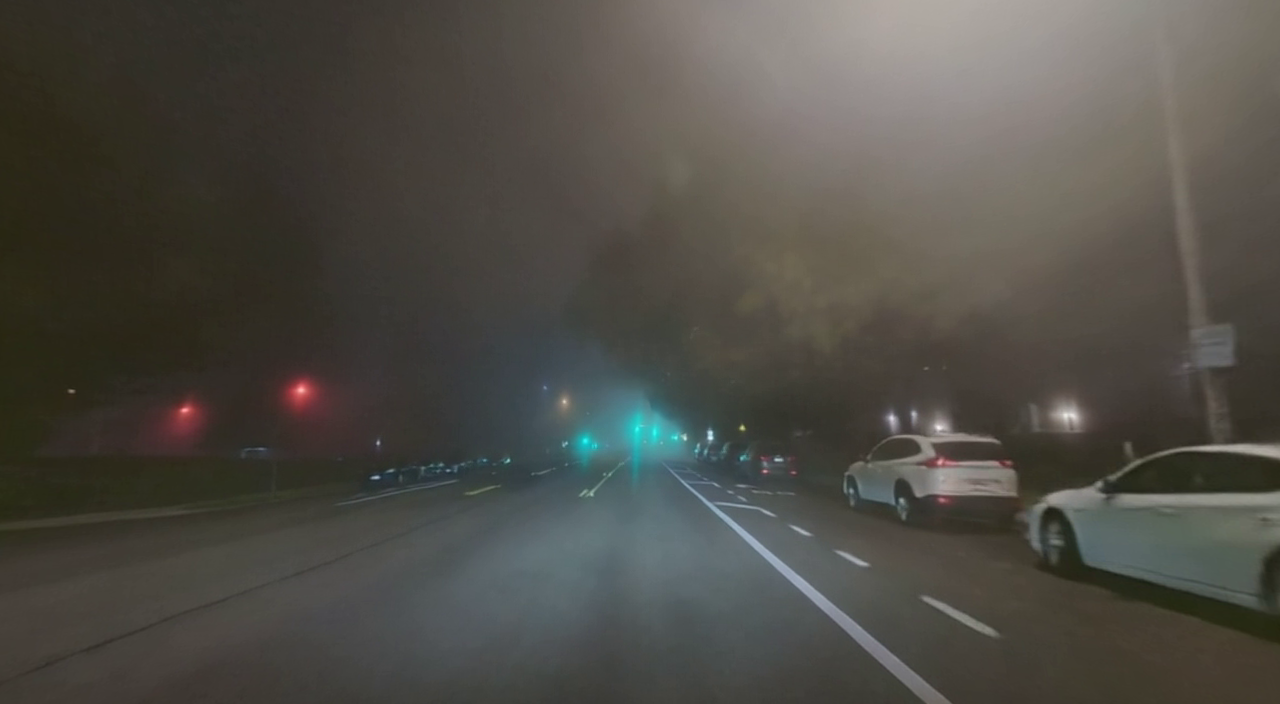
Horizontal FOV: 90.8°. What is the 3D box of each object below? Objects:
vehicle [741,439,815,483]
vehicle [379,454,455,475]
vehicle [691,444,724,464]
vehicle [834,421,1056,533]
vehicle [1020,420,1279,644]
[{"bbox_3d":[5.221,4.176,24.462,1.837,1.532,3.886,0,-8,-2],"label":"vehicle"},{"bbox_3d":[-16.372,8.251,46.499,4.826,1.491,2.086,0,-8,-2],"label":"vehicle"},{"bbox_3d":[4.994,7.588,47.051,1.935,1.433,4.241,0,-8,-1],"label":"vehicle"},{"bbox_3d":[5.349,2.233,11.864,1.990,1.694,4.179,0,-8,-1],"label":"vehicle"},{"bbox_3d":[5.432,1.331,5.161,1.974,1.548,4.160,-3,-9,0],"label":"vehicle"}]
